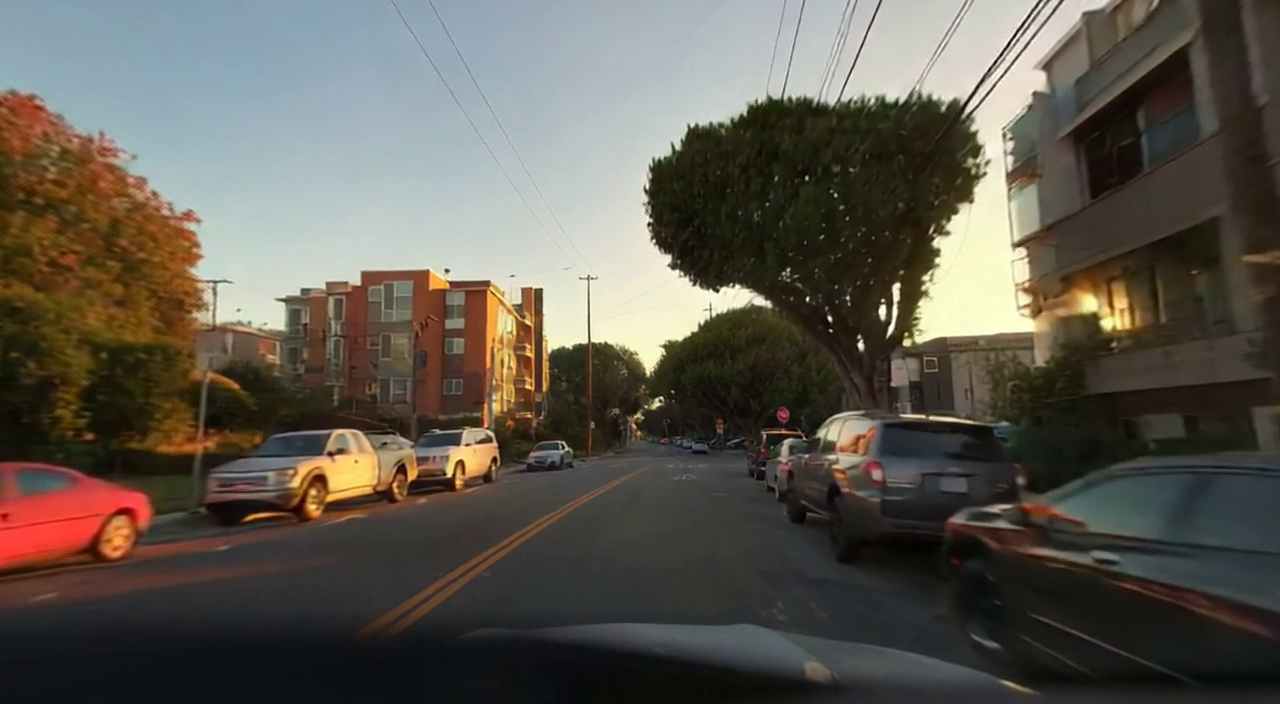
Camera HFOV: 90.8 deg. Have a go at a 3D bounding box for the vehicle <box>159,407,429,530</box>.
[{"bbox_3d":[-6.493,2.268,12.919,2.270,1.881,5.412,-3,-8,3],"label":"vehicle"}]

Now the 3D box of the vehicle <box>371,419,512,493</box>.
[{"bbox_3d":[-5.738,3.090,19.192,2.158,1.929,5.184,-1,-8,6],"label":"vehicle"}]

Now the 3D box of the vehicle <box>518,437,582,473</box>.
[{"bbox_3d":[-4.269,4.934,30.551,1.922,1.505,4.502,-4,-8,6],"label":"vehicle"}]

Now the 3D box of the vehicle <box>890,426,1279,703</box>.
[{"bbox_3d":[2.974,1.088,2.843,1.875,1.441,4.445,0,-8,0],"label":"vehicle"}]

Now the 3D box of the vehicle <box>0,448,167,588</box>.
[{"bbox_3d":[-7.512,1.749,6.683,1.823,1.407,4.125,0,-8,-1],"label":"vehicle"}]
